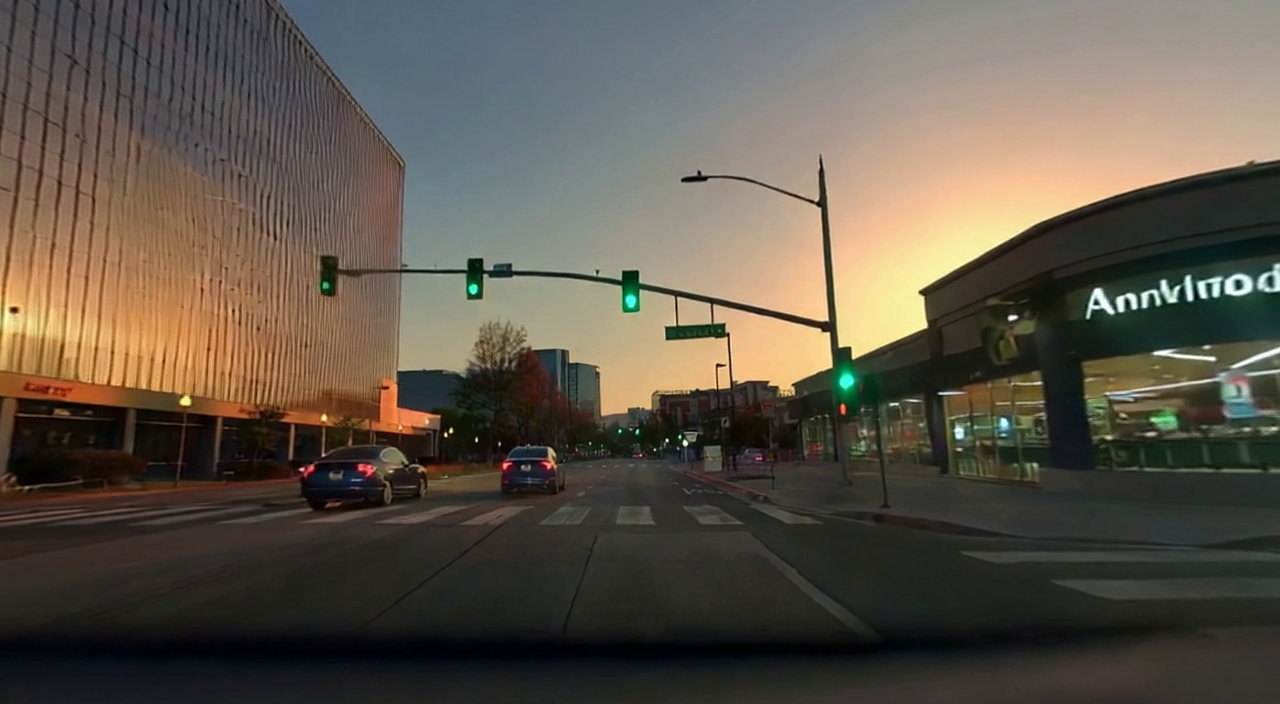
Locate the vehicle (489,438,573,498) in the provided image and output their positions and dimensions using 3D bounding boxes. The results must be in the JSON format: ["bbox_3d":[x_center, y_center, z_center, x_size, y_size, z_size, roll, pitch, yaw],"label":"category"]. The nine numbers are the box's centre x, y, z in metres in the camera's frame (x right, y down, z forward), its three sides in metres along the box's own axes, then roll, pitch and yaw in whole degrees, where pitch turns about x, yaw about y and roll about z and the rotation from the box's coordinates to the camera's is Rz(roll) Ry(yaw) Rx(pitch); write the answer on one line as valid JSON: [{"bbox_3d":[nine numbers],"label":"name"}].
[{"bbox_3d":[-3.419,3.731,20.663,2.052,1.729,4.195,0,-9,-1],"label":"vehicle"}]

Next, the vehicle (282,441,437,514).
[{"bbox_3d":[-7.038,3.153,16.482,1.909,1.605,4.561,0,-9,1],"label":"vehicle"}]
